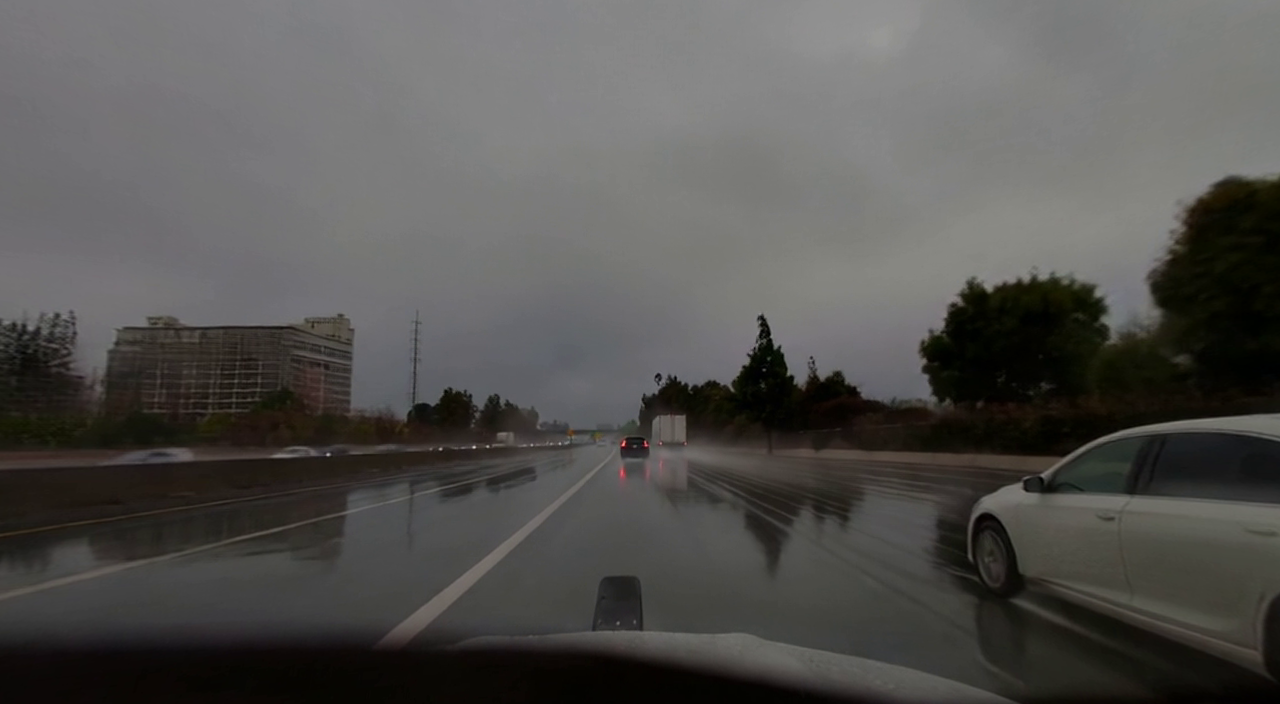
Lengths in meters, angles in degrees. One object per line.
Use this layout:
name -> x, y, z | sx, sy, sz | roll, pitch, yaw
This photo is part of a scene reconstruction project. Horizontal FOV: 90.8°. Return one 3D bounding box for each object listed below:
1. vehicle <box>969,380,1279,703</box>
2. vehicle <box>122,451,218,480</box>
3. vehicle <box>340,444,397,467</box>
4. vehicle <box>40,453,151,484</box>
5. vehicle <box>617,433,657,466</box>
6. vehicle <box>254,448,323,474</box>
vehicle -> 3.840, 0.989, 3.213 | 1.950, 1.596, 4.326 | 0, -8, -1
vehicle -> -26.071, 6.279, 35.307 | 1.828, 1.464, 4.647 | 0, -8, -1
vehicle -> -18.291, 6.971, 42.817 | 1.841, 1.447, 4.531 | 0, -8, 0
vehicle -> -29.845, 6.378, 34.844 | 1.888, 1.460, 4.806 | 0, -8, -1
vehicle -> -0.220, 5.915, 38.533 | 2.297, 1.912, 4.355 | 0, -8, -1
vehicle -> -22.141, 6.868, 40.030 | 1.890, 1.454, 4.389 | 0, -8, -1
